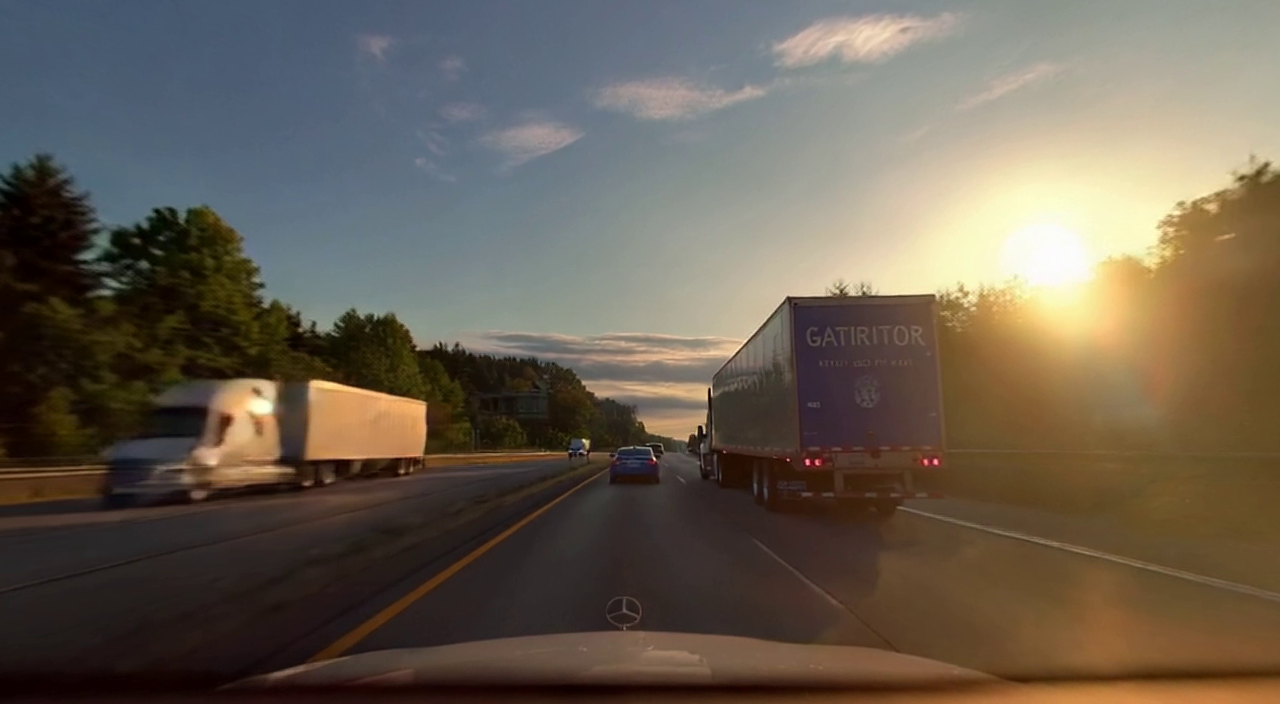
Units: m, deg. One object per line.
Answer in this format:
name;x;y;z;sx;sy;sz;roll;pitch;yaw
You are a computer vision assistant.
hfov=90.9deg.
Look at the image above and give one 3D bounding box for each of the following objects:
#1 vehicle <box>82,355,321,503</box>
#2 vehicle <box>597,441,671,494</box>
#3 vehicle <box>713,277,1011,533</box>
vehicle;-13.066;2.482;19.626;3.028;3.921;5.723;0;-9;1
vehicle;-0.161;3.601;19.852;2.074;1.475;3.960;0;-9;0
vehicle;4.292;1.930;17.162;2.909;4.074;14.457;0;-9;0
